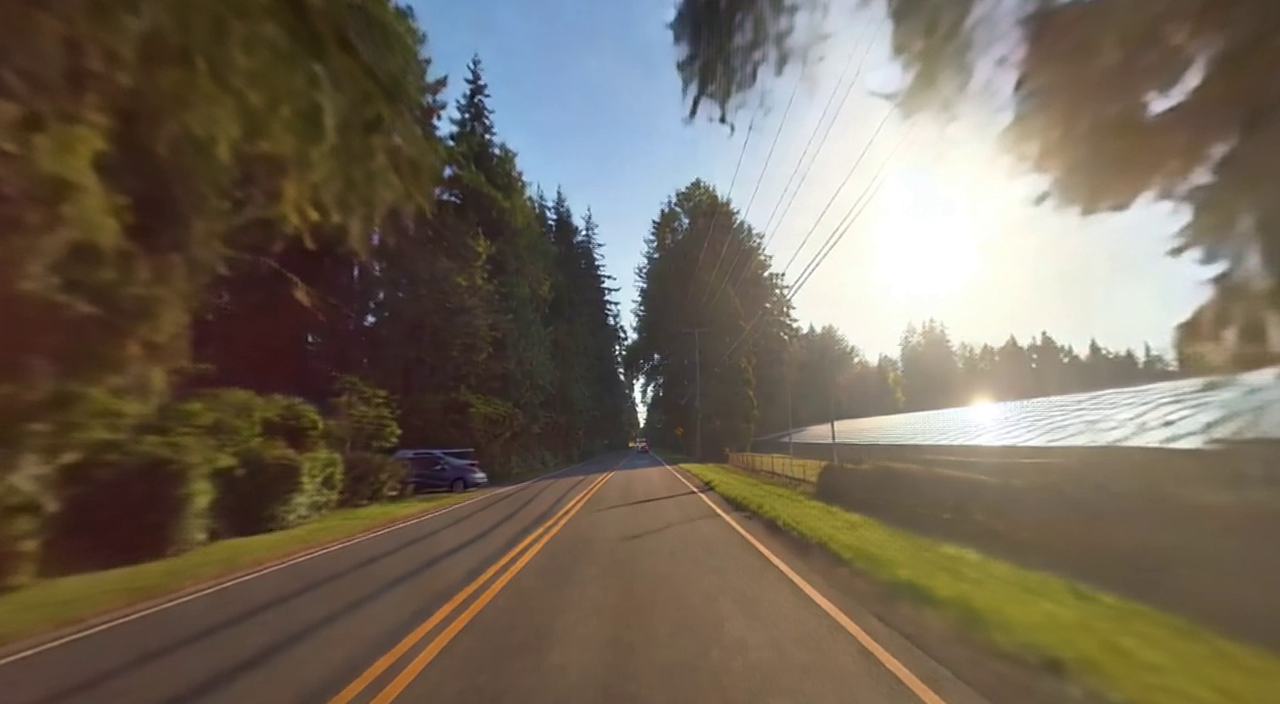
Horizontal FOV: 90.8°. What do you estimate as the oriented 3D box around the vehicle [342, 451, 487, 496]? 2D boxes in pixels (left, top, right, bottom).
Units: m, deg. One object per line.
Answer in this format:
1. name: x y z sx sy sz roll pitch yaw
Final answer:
1. vehicle: -8.139 4.415 23.108 4.525 1.499 1.934 -1 -8 1
